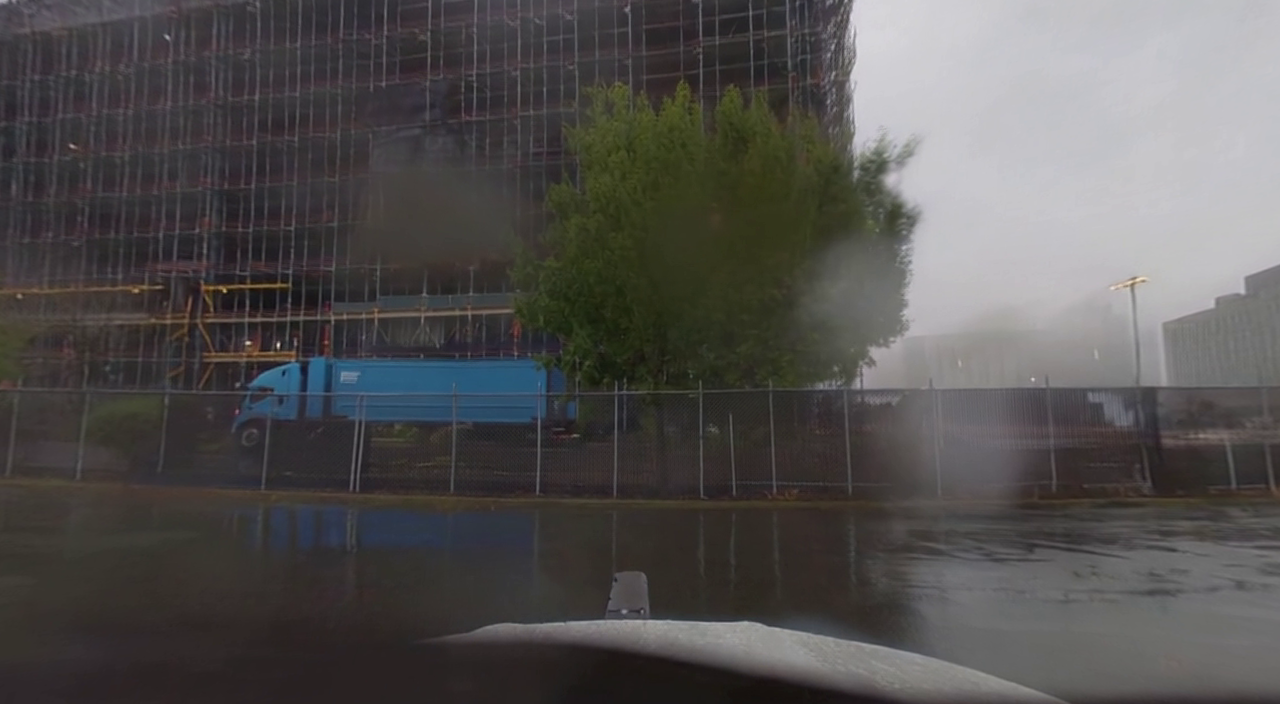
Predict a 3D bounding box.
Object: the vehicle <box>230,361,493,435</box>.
[{"bbox_3d":[-16.214,2.846,37.818,14.067,4.099,2.832,1,-9,-5],"label":"vehicle"}]
